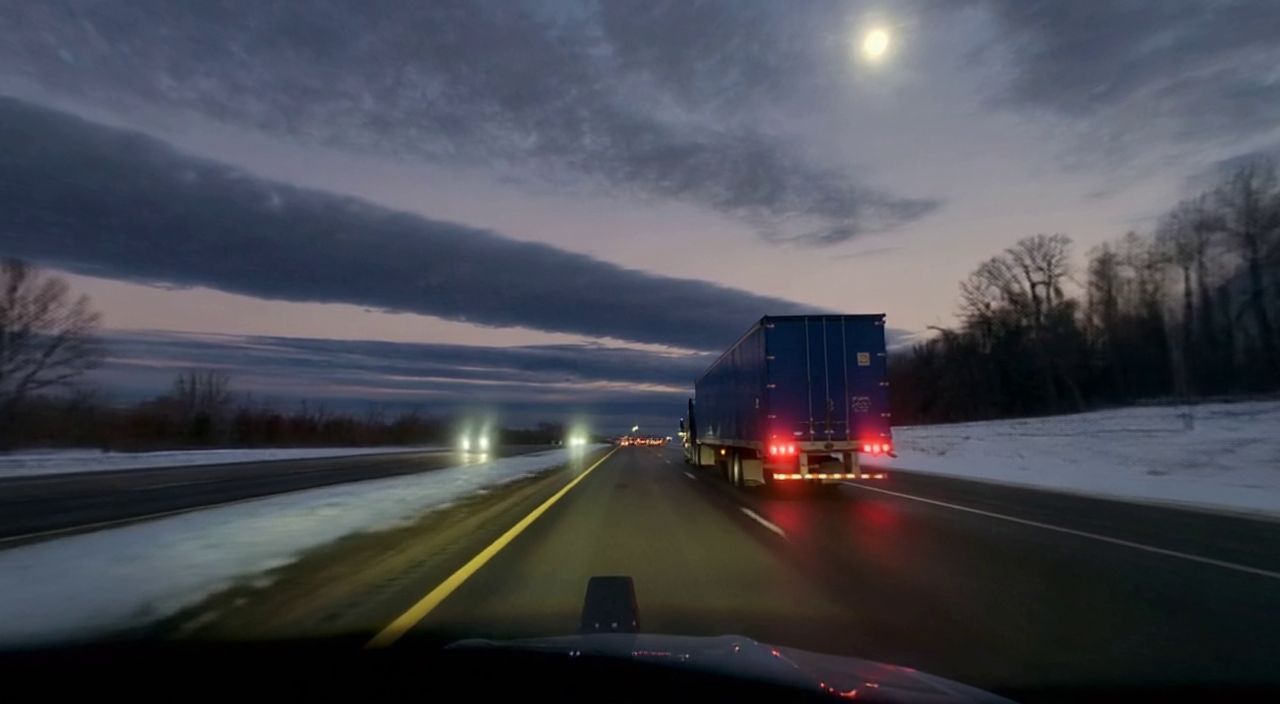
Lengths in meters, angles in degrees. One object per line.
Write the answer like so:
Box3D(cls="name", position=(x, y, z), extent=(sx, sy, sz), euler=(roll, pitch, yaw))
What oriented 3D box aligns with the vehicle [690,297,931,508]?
Box3D(cls="vehicle", position=(4.105, 2.129, 21.276), extent=(3.203, 4.273, 17.131), euler=(0, -8, -1))
